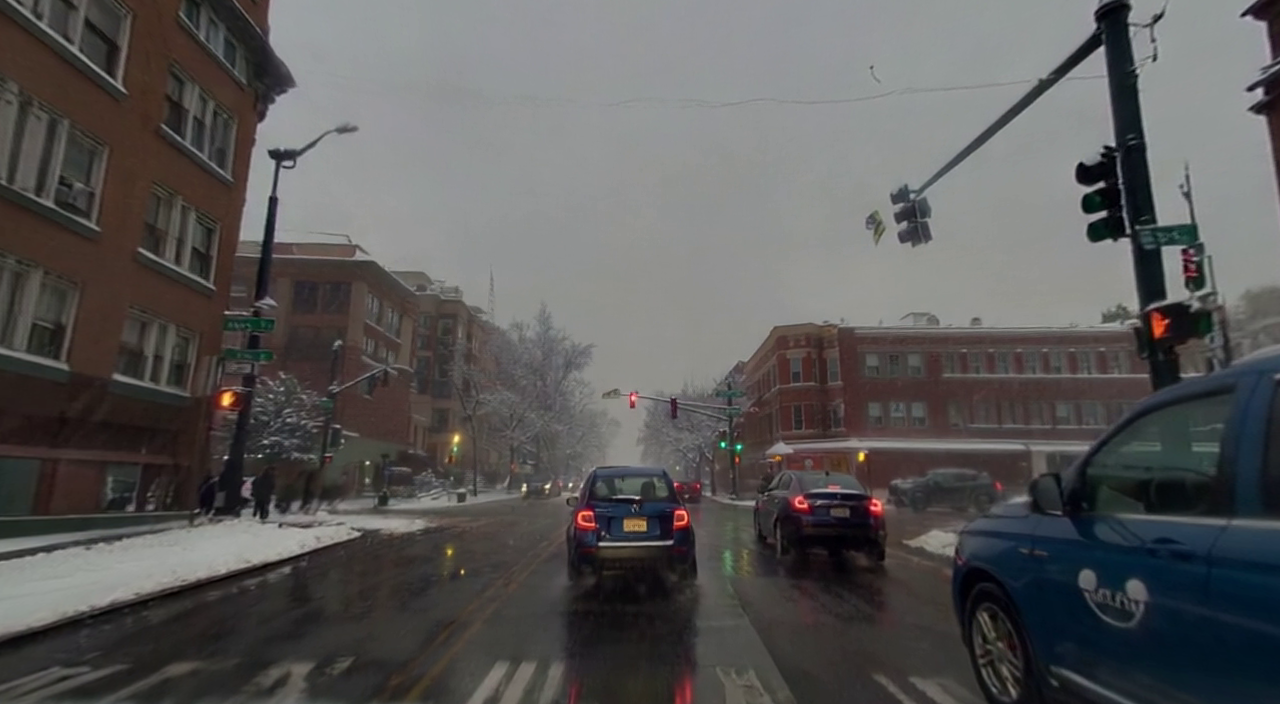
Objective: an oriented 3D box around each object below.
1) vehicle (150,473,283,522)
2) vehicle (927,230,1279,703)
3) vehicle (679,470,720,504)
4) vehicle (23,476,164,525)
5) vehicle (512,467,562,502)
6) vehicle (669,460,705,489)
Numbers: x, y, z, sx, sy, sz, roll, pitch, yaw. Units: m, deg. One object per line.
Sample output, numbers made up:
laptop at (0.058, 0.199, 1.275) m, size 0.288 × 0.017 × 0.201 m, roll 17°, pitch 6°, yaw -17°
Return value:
vehicle at (-19.684, 6.772, 29.452) m, size 4.750 × 2.083 × 2.002 m, roll -1°, pitch -9°, yaw 3°
vehicle at (3.194, 0.503, 0.989) m, size 2.632 × 1.979 × 6.096 m, roll 0°, pitch -9°, yaw 0°
vehicle at (3.568, 8.189, 38.493) m, size 1.908 × 1.741 × 4.066 m, roll 0°, pitch -9°, yaw -3°
vehicle at (-25.448, 6.912, 29.478) m, size 4.588 × 2.048 × 2.110 m, roll -1°, pitch -9°, yaw 1°
vehicle at (-6.241, 8.079, 38.733) m, size 2.226 × 1.896 × 4.438 m, roll -1°, pitch -9°, yaw 1°
vehicle at (3.491, 9.268, 47.832) m, size 2.365 × 1.994 × 4.259 m, roll 0°, pitch -9°, yaw 0°
